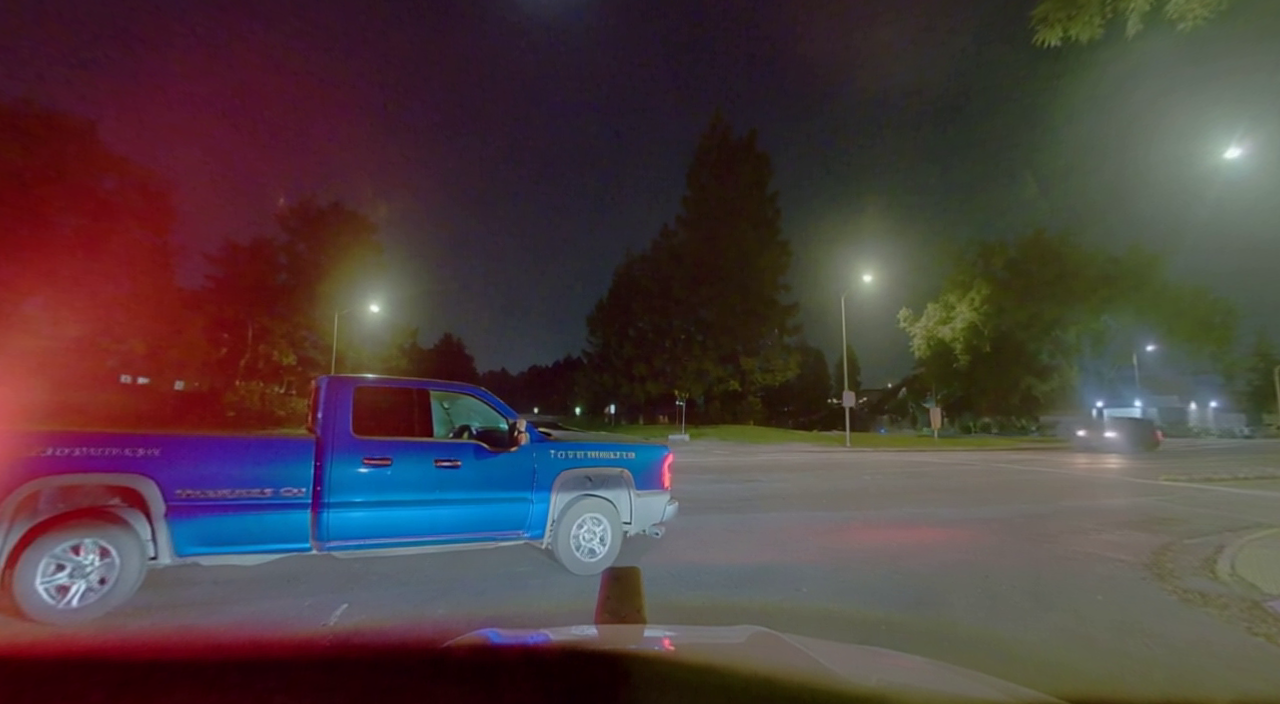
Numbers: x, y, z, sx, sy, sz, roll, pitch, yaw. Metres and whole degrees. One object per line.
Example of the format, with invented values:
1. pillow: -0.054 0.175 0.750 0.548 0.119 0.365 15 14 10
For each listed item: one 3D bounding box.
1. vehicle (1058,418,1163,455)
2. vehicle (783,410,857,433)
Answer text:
1. vehicle: 24.809 4.479 33.068 5.333 1.837 2.124 4 -10 -27
2. vehicle: 12.514 4.826 43.598 4.674 1.483 1.745 2 -9 -16
